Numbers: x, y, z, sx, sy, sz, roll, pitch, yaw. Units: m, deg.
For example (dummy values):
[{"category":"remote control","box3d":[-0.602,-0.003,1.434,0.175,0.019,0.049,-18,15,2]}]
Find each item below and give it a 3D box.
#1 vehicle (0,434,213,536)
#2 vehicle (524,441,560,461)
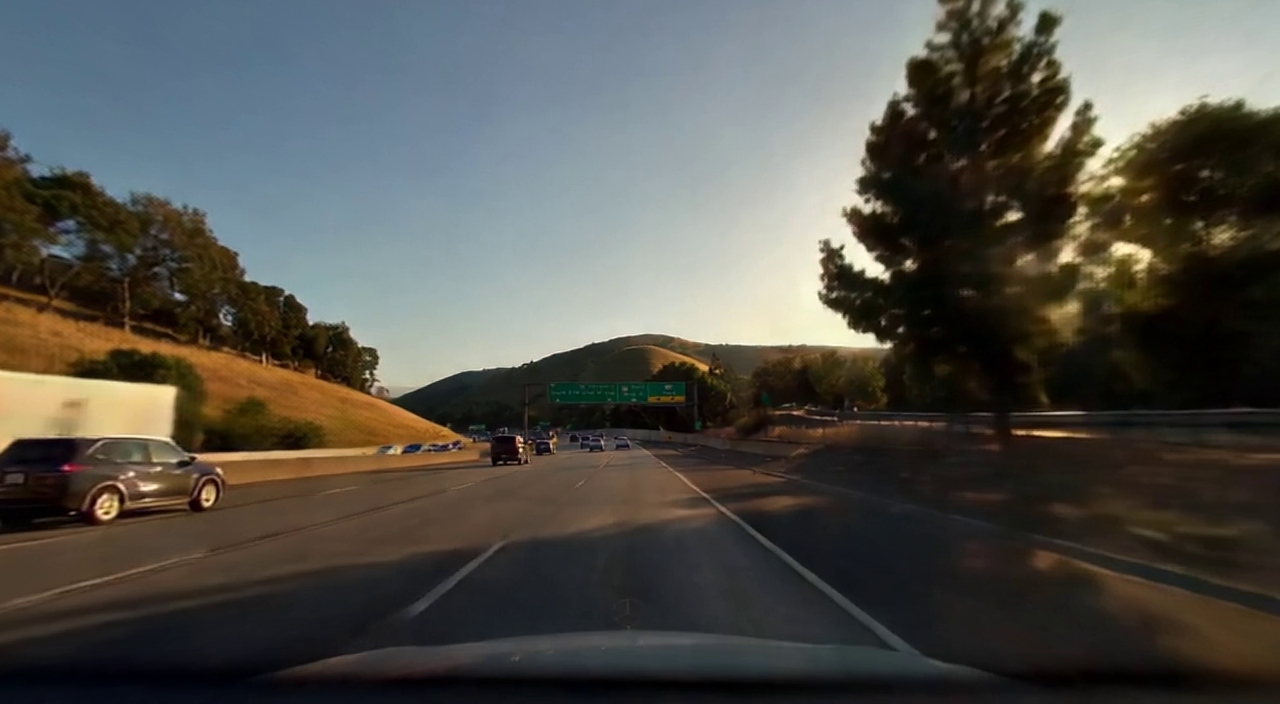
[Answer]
[{"category":"vehicle","box3d":[-11.052,2.476,12.397,2.001,1.625,4.528,0,-8,0]},{"category":"vehicle","box3d":[-7.643,7.723,49.160,2.113,1.507,4.450,0,-8,0]}]
